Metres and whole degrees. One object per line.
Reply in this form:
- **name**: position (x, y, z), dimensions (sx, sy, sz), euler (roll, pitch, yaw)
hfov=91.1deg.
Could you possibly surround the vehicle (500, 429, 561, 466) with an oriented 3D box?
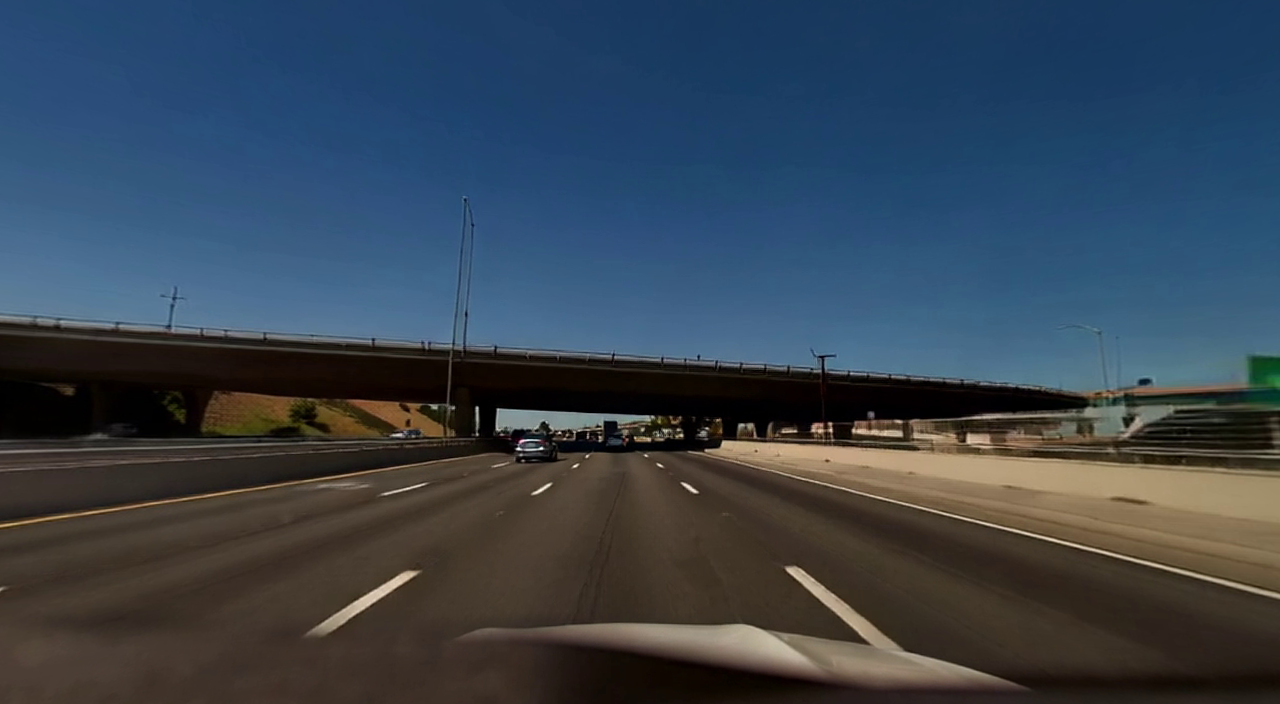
- **vehicle**: position (-5.087, 4.485, 29.906), dimensions (2.123, 1.601, 4.887), euler (0, -8, -1)
